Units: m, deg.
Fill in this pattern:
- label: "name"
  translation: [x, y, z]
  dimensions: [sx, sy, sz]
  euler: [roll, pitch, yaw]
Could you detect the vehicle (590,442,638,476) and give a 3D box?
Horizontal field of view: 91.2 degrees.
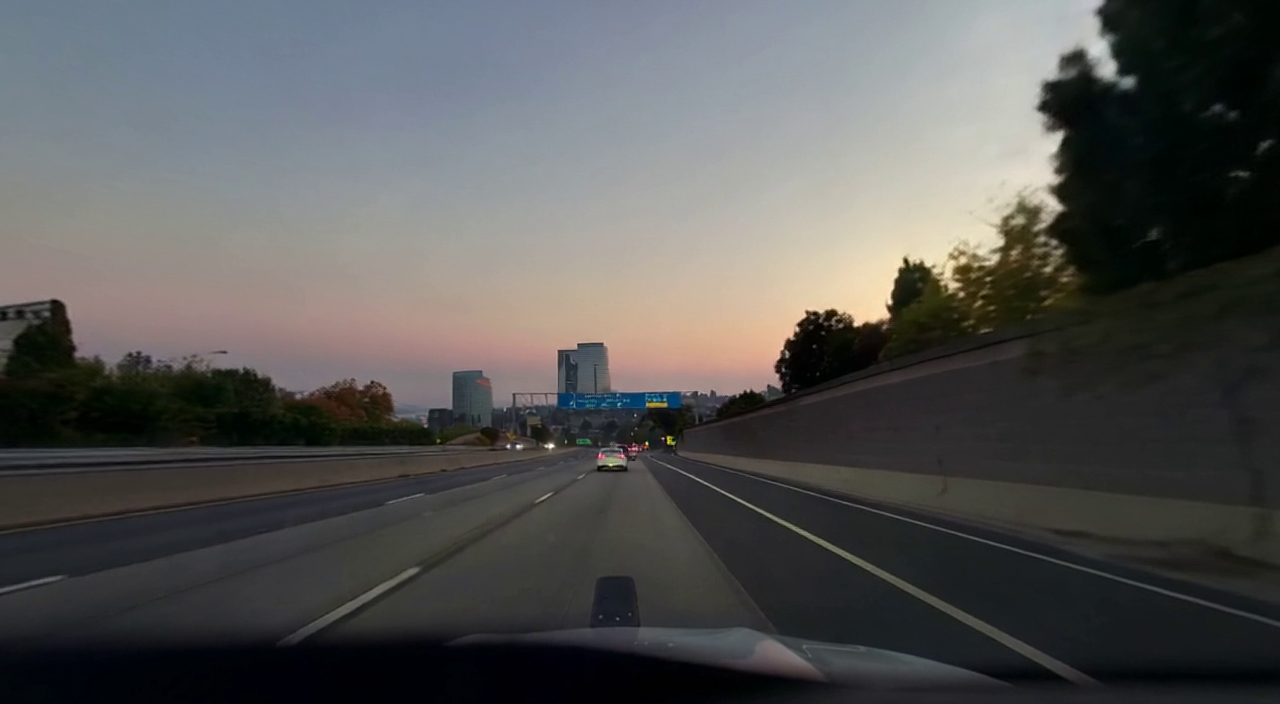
- label: "vehicle"
  translation: [-1.211, 5.194, 30.612]
  dimensions: [2.055, 1.509, 4.255]
  euler: [-1, -9, 1]
